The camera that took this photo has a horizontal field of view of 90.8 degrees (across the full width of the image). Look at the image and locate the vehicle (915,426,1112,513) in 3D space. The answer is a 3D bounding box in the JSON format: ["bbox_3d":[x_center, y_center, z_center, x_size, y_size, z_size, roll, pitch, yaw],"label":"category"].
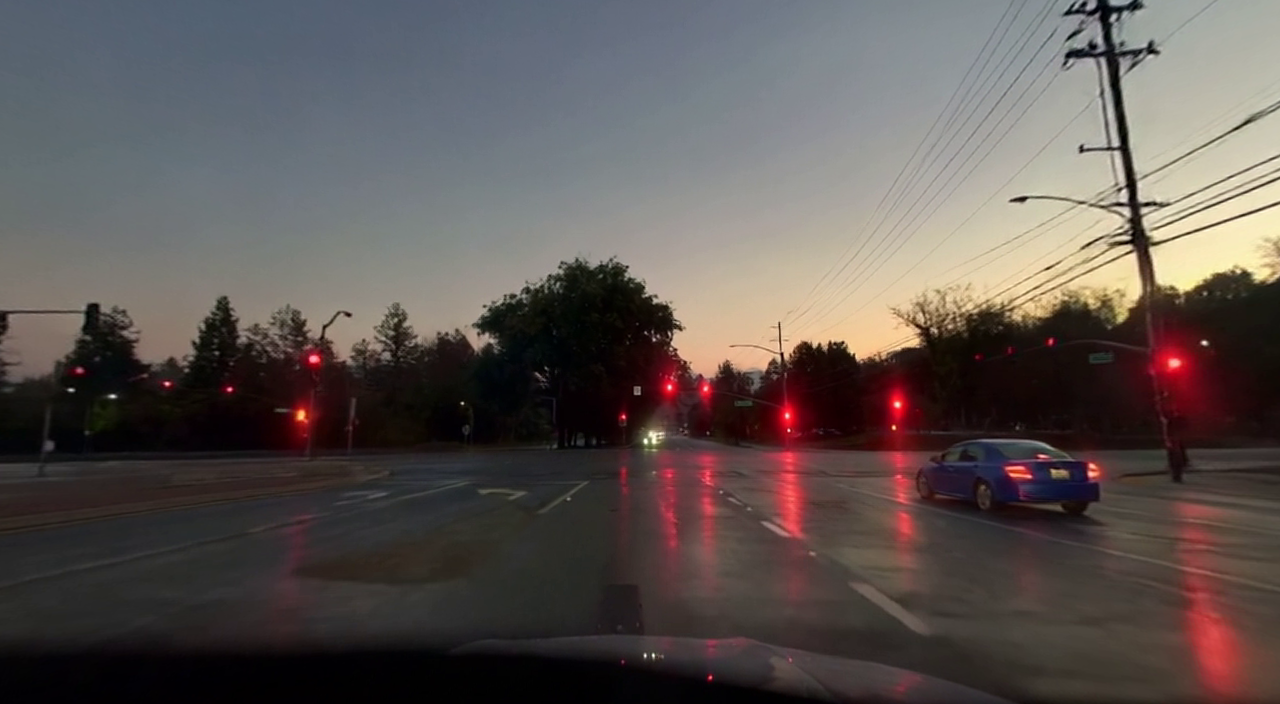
[{"bbox_3d":[7.505,2.381,13.196,1.797,1.544,3.685,0,-9,0],"label":"vehicle"}]
